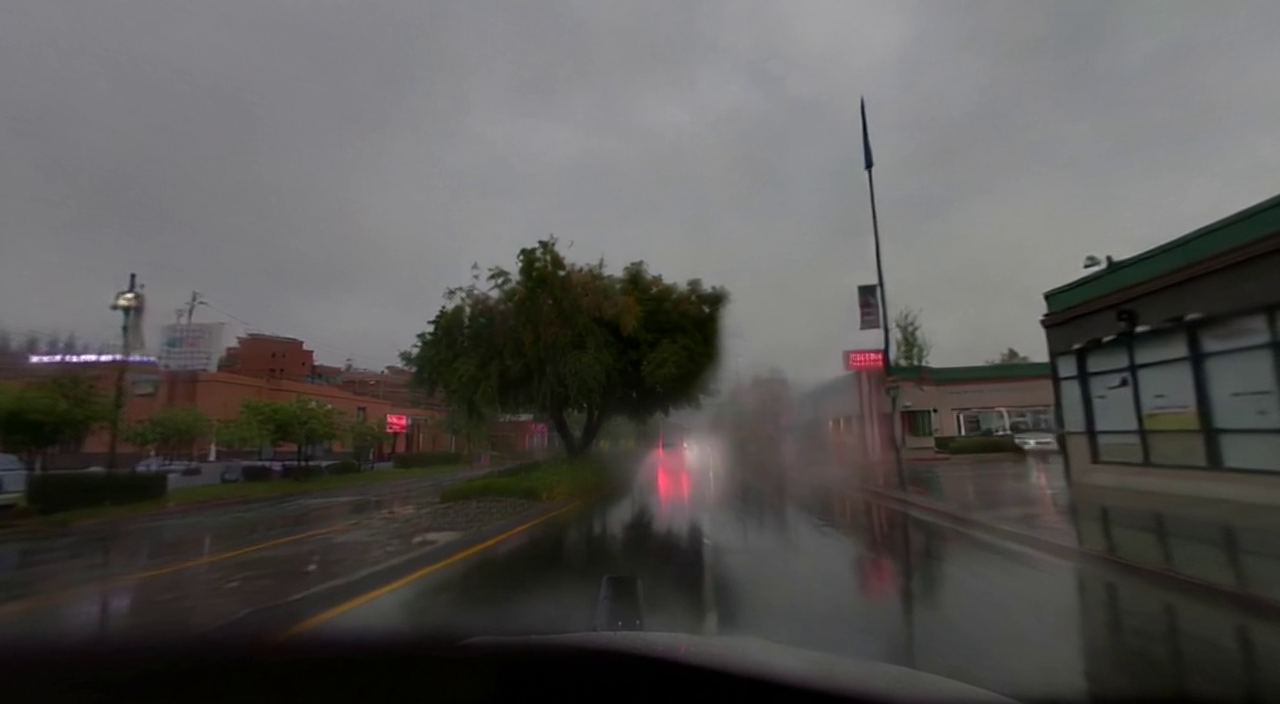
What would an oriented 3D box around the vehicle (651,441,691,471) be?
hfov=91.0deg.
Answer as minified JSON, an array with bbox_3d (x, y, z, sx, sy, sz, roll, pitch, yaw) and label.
[{"bbox_3d":[2.010,6.520,39.707,2.235,1.719,4.292,0,-9,6],"label":"vehicle"}]
